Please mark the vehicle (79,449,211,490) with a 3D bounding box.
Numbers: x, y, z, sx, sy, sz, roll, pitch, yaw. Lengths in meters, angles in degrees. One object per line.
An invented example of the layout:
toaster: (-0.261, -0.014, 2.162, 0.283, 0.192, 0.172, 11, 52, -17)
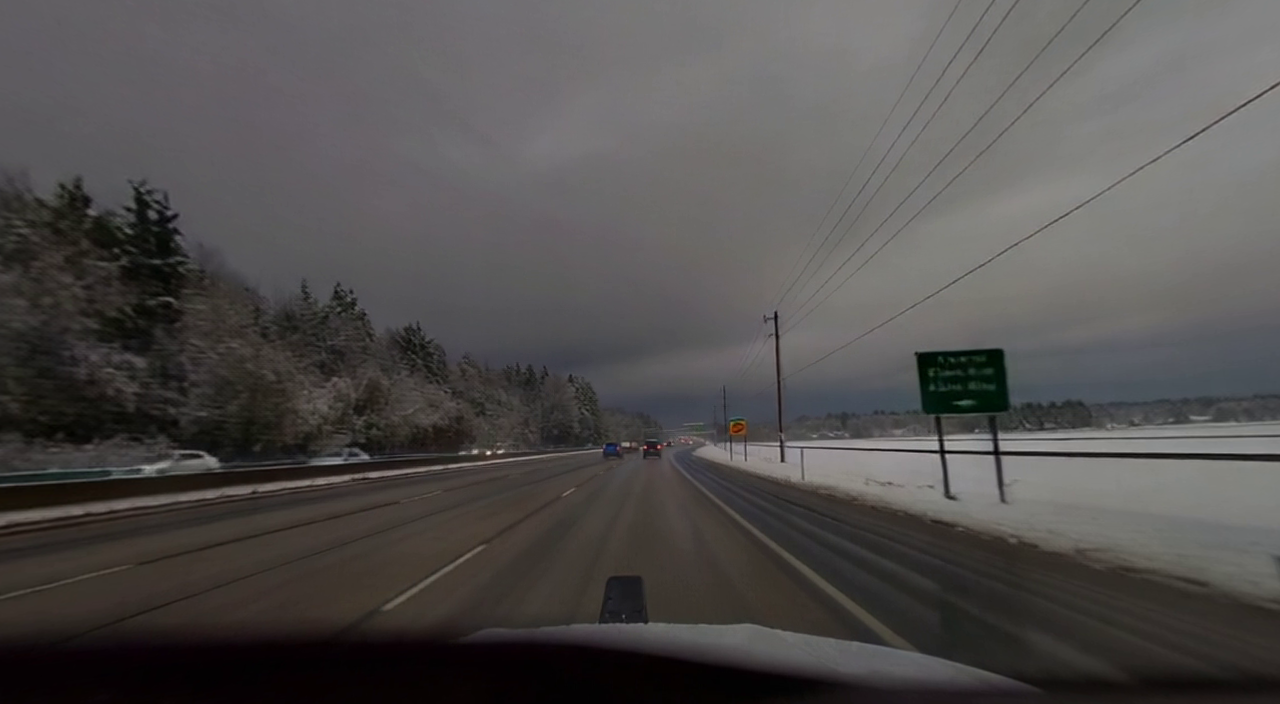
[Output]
vehicle: (-19.782, 4.689, 25.450, 1.847, 1.442, 4.222, 0, -8, 1)
